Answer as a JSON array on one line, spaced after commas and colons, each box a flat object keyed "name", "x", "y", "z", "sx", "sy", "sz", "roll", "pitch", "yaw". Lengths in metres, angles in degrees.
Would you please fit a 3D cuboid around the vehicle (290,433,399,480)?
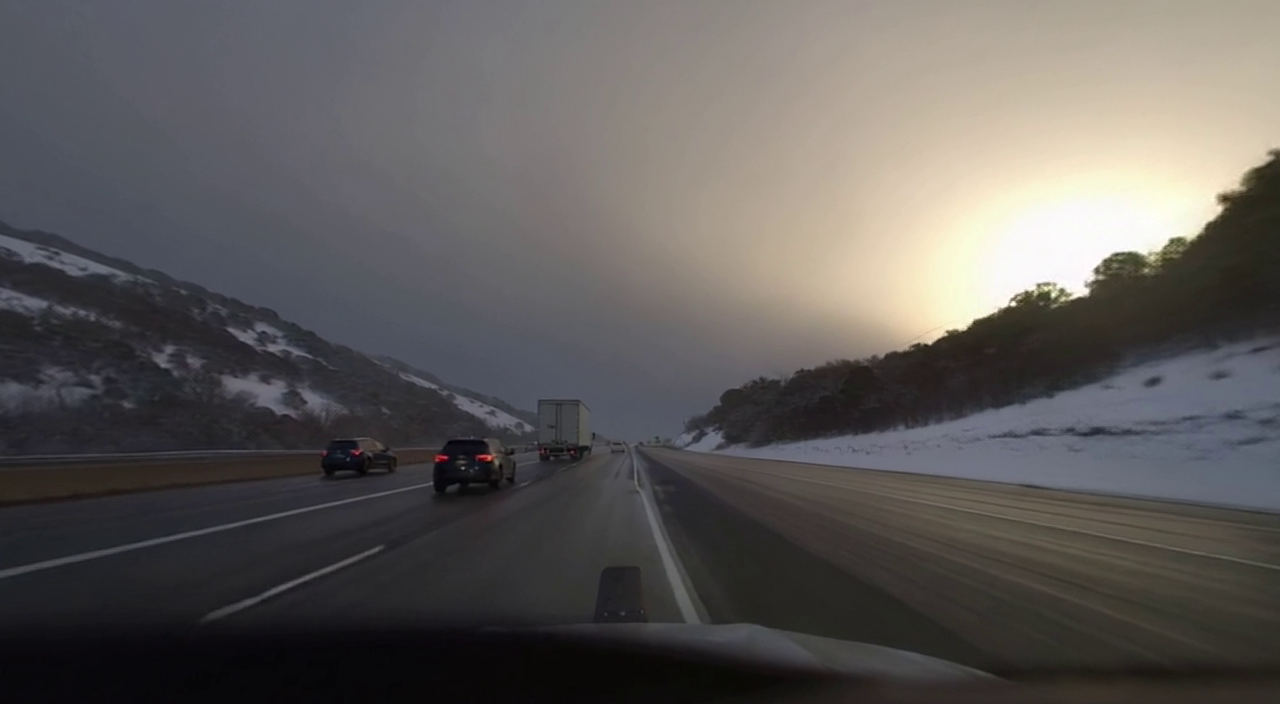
[{"name": "vehicle", "x": -12.655, "y": 4.500, "z": 27.396, "sx": 2.130, "sy": 1.828, "sz": 5.523, "roll": 0, "pitch": -8, "yaw": -1}]

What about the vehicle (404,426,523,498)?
[{"name": "vehicle", "x": -4.698, "y": 2.997, "z": 17.510, "sx": 2.099, "sy": 1.734, "sz": 4.413, "roll": 0, "pitch": -8, "yaw": -1}]

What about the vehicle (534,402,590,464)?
[{"name": "vehicle", "x": -5.369, "y": 5.939, "z": 45.107, "sx": 2.981, "sy": 3.860, "sz": 11.022, "roll": 0, "pitch": -8, "yaw": -2}]
